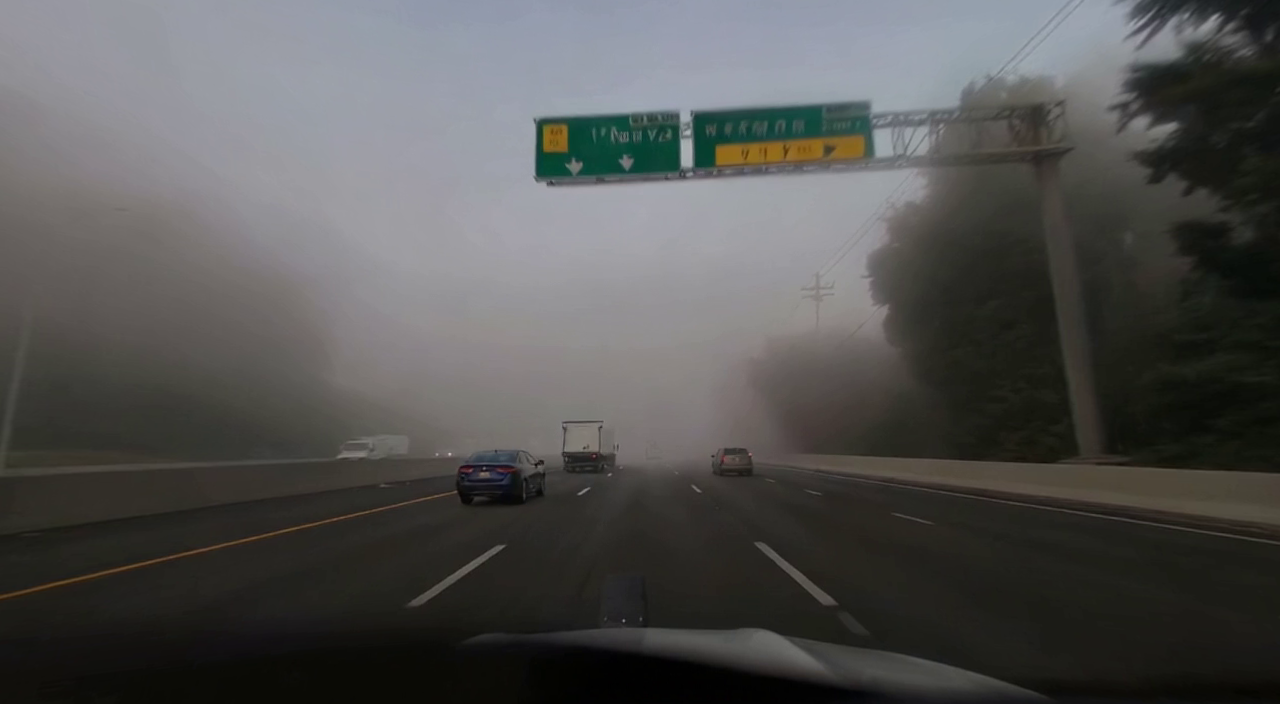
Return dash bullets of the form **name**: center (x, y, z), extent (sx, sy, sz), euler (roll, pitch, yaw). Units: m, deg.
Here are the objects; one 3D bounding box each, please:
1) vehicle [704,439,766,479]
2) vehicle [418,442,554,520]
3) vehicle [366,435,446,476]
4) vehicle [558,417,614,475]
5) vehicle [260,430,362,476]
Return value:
- **vehicle**: center (4.565, 5.209, 31.033), extent (2.214, 1.799, 4.627), euler (0, -9, -1)
- **vehicle**: center (-3.289, 2.839, 14.375), extent (2.004, 1.498, 4.043), euler (0, -9, 1)
- **vehicle**: center (-15.046, 6.675, 41.015), extent (2.430, 2.421, 6.683), euler (0, -9, 2)
- **vehicle**: center (-3.086, 5.640, 37.879), extent (2.632, 3.153, 6.879), euler (0, -9, 1)
- **vehicle**: center (-19.251, 5.982, 37.416), extent (2.216, 2.481, 6.712), euler (0, -9, 2)
